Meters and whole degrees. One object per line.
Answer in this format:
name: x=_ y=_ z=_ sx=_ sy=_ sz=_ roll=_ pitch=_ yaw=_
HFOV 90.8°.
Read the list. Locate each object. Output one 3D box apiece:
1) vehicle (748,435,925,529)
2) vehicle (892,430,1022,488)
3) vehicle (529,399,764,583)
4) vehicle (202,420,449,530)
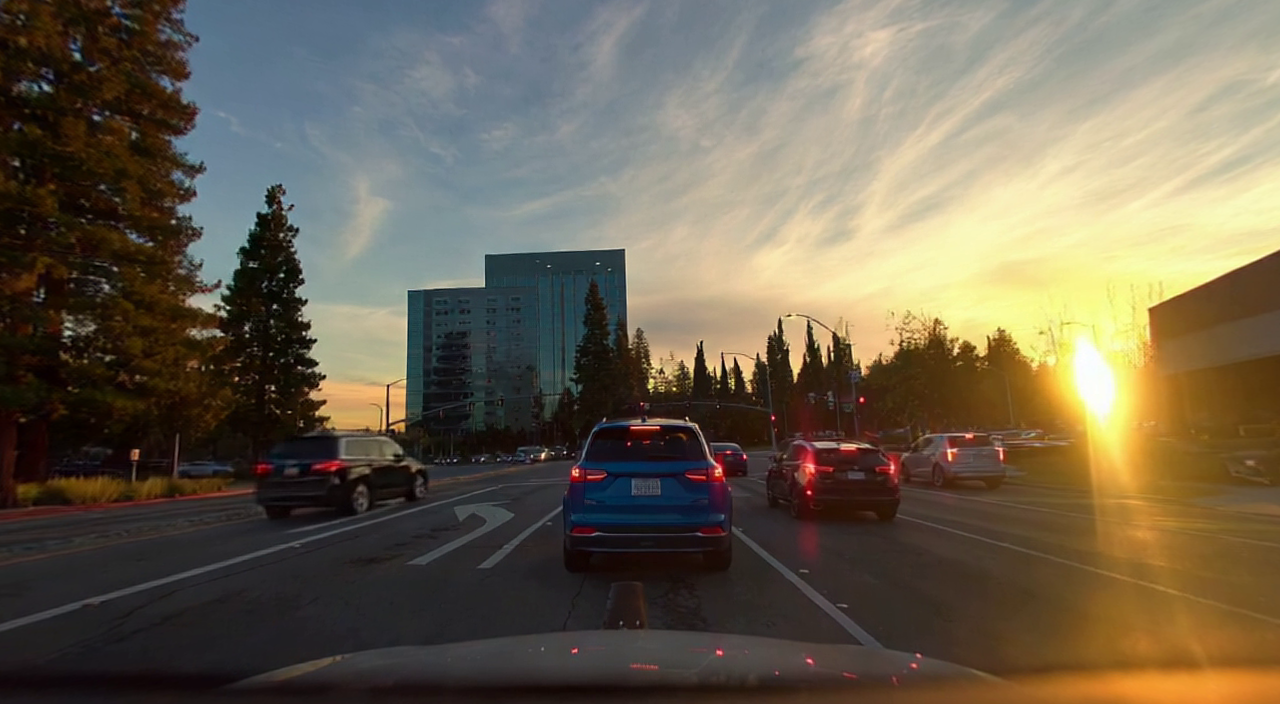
vehicle: x=3.511 y=2.401 z=12.292 sx=1.997 sy=1.471 sz=4.321 roll=0 pitch=-9 yaw=-1
vehicle: x=10.861 y=3.699 z=22.130 sx=2.123 sy=1.812 sz=4.553 roll=0 pitch=-9 yaw=-1
vehicle: x=0.059 y=1.655 z=8.248 sx=2.266 sy=1.762 sz=4.131 roll=0 pitch=-9 yaw=0
vehicle: x=-6.061 y=2.454 z=13.236 sx=2.555 sy=1.819 sz=5.145 roll=0 pitch=-9 yaw=0
